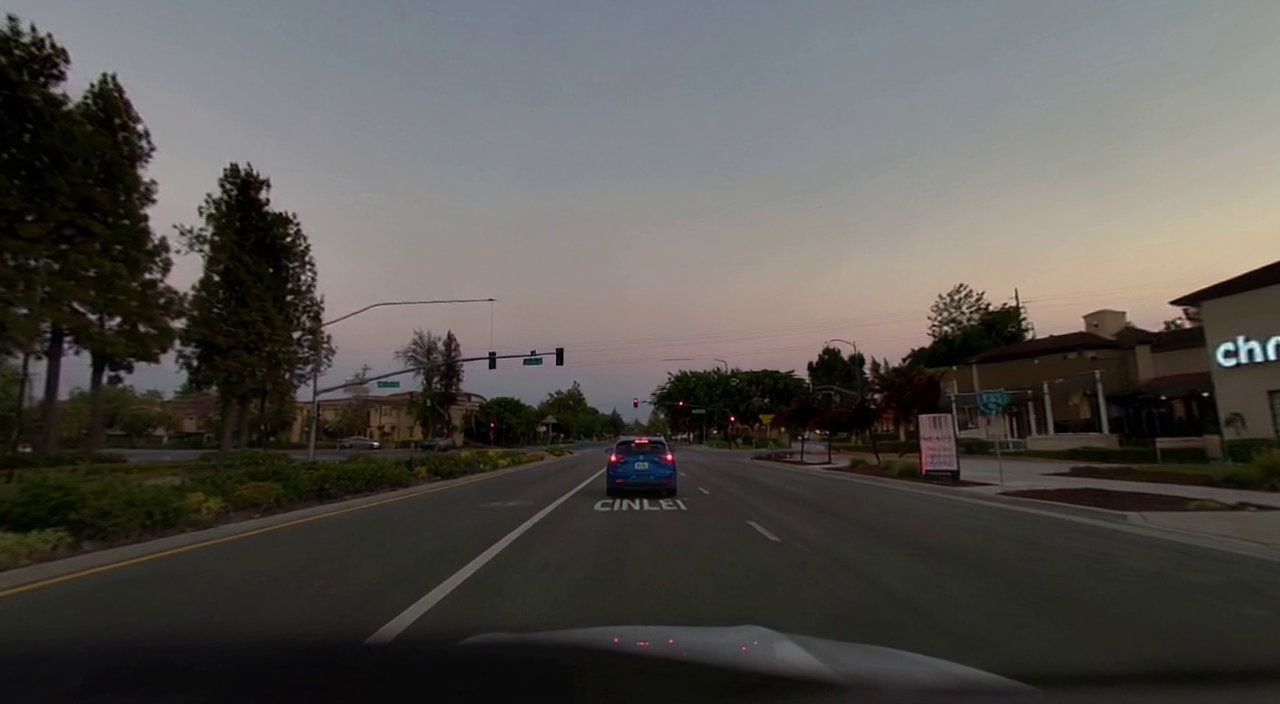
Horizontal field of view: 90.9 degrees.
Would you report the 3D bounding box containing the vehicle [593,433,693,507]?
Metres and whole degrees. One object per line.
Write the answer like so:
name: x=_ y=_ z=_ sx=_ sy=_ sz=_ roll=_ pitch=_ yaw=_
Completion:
vehicle: x=0.023 y=2.725 z=15.101 sx=2.028 sy=1.478 sz=4.545 roll=0 pitch=-8 yaw=-1
